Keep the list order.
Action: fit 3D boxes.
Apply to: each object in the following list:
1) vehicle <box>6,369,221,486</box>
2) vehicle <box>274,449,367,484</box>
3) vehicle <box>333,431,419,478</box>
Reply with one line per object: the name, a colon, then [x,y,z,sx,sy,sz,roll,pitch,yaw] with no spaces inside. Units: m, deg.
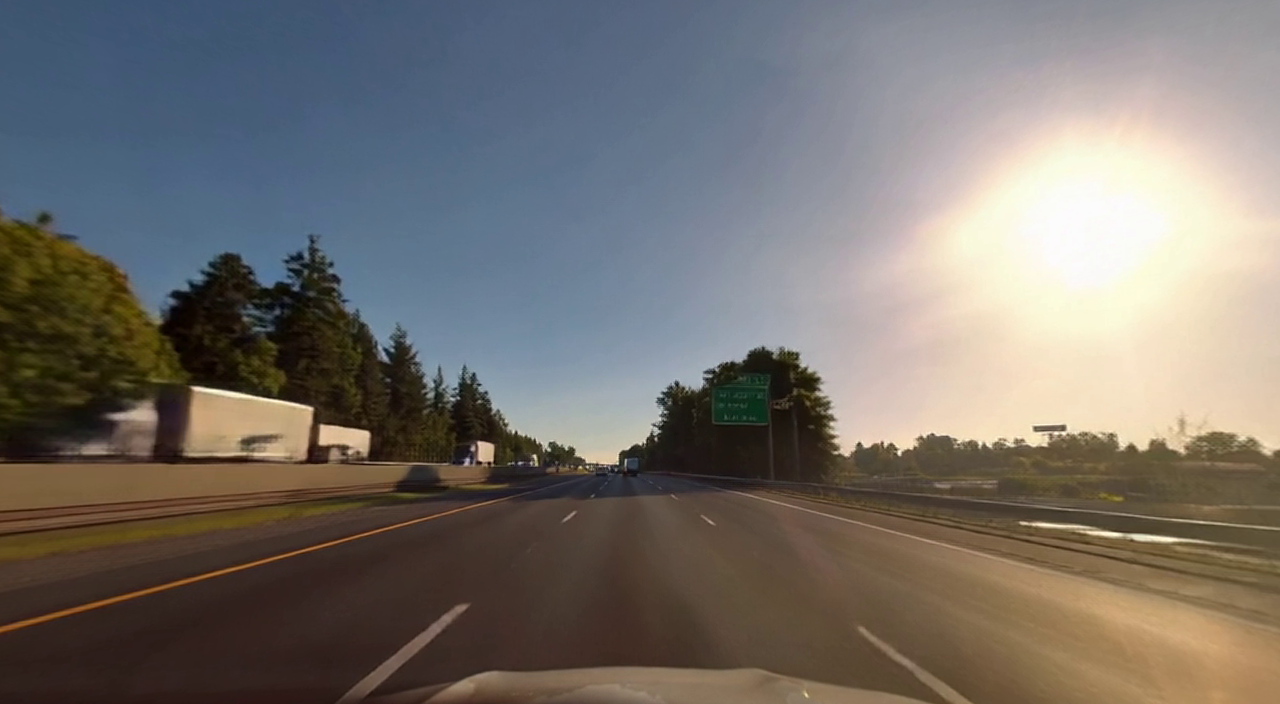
vehicle: [-19.935,3.099,24.508,3.015,3.967,5.813,1,-10,-1]
vehicle: [-15.745,5.686,31.353,2.209,1.568,4.655,1,-10,-1]
vehicle: [-15.914,6.319,38.449,2.531,2.623,6.001,1,-10,0]
